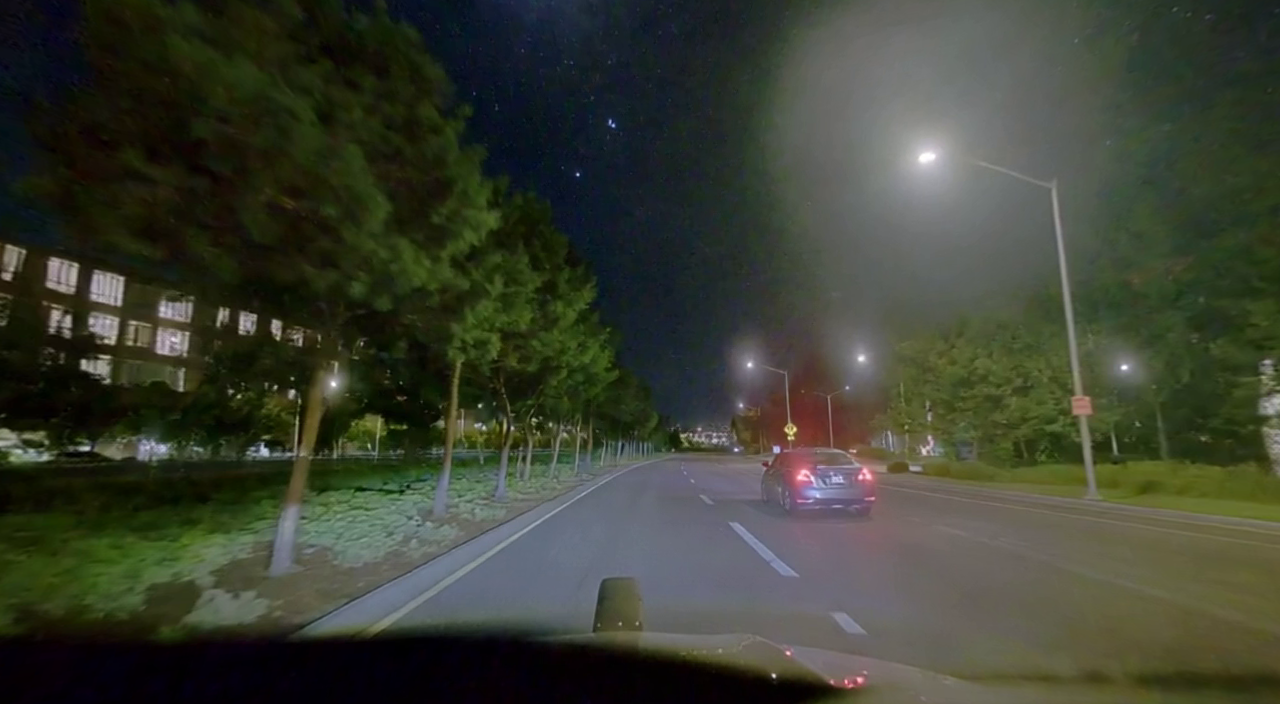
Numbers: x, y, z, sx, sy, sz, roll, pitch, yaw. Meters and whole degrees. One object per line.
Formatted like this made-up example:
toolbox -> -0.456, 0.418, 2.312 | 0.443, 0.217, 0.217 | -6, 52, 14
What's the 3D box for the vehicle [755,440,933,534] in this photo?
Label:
vehicle -> 3.675, 2.502, 12.378 | 1.928, 1.481, 4.453 | 0, -9, -1
